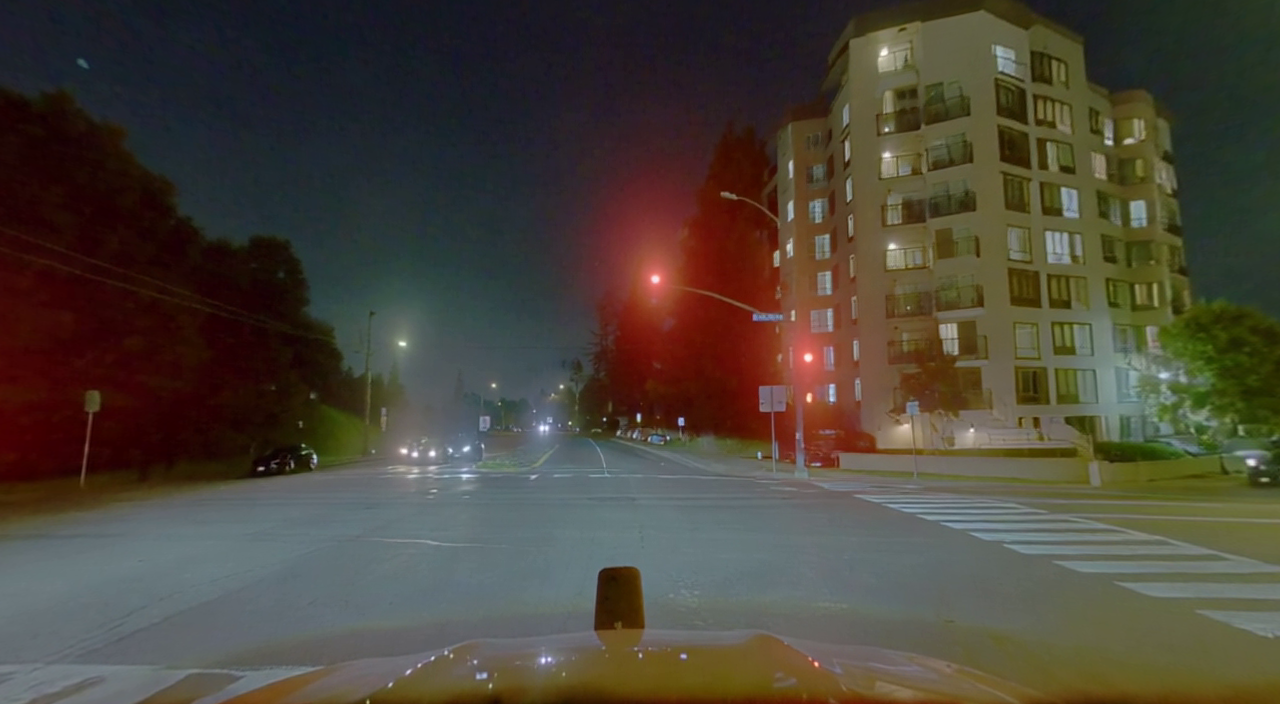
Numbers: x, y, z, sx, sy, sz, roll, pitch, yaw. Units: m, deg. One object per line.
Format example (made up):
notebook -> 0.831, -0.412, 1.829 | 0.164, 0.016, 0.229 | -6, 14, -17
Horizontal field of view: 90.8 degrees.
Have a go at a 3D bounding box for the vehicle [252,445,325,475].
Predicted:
vehicle -> -21.079, 6.468, 38.095 | 1.981, 1.628, 4.336 | 0, -9, -1

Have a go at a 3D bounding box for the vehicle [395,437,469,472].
vehicle -> -9.673, 4.800, 29.788 | 2.116, 1.521, 4.294 | 0, -9, -1

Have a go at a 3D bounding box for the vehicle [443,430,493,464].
vehicle -> -9.783, 5.453, 36.177 | 1.910, 1.818, 4.057 | 0, -9, -3
